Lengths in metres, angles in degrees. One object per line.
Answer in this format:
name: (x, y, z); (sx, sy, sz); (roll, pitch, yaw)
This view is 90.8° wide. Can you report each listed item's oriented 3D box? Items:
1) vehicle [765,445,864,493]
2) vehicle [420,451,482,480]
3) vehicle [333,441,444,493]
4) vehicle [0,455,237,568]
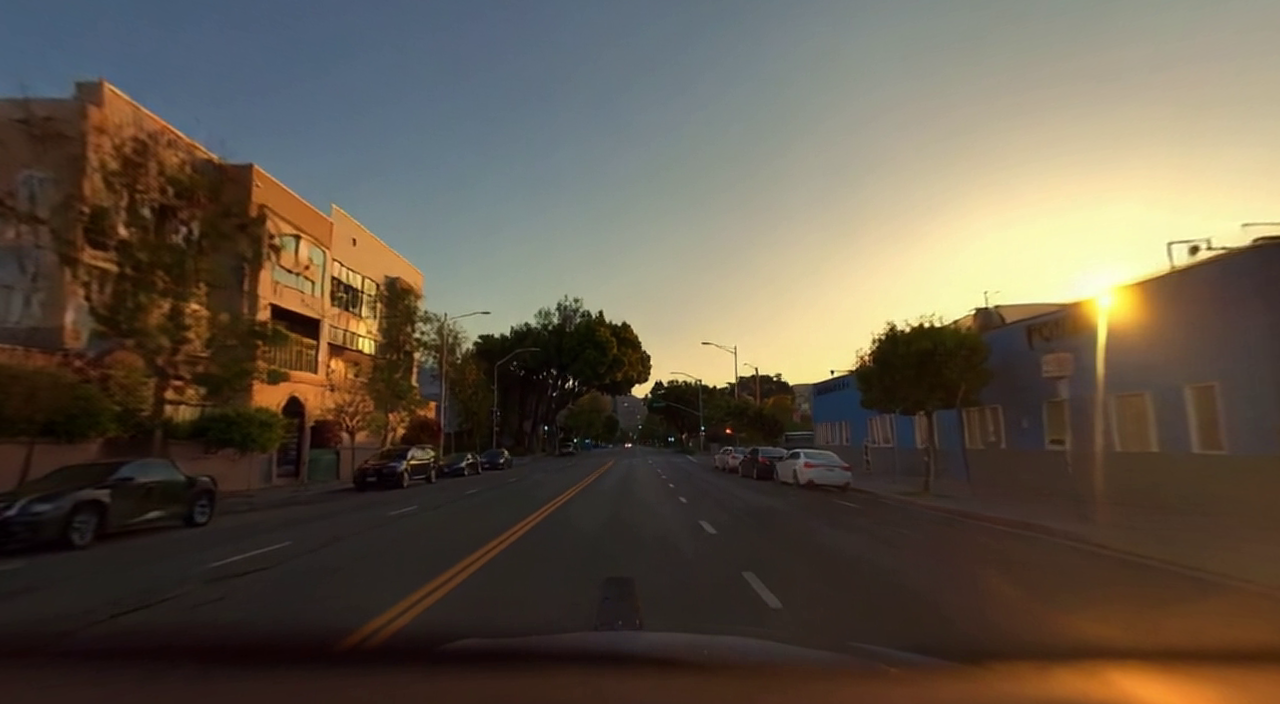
vehicle: (6.097, 4.131, 22.796); (2.038, 1.482, 4.994); (0, -8, -2)
vehicle: (-10.233, 6.142, 34.582); (1.953, 1.387, 4.529); (0, -8, 0)
vehicle: (-9.944, 4.546, 25.596); (2.228, 1.863, 5.407); (-1, -8, 1)
vehicle: (-9.605, 2.638, 11.254); (2.021, 1.482, 4.601); (0, -8, -3)
